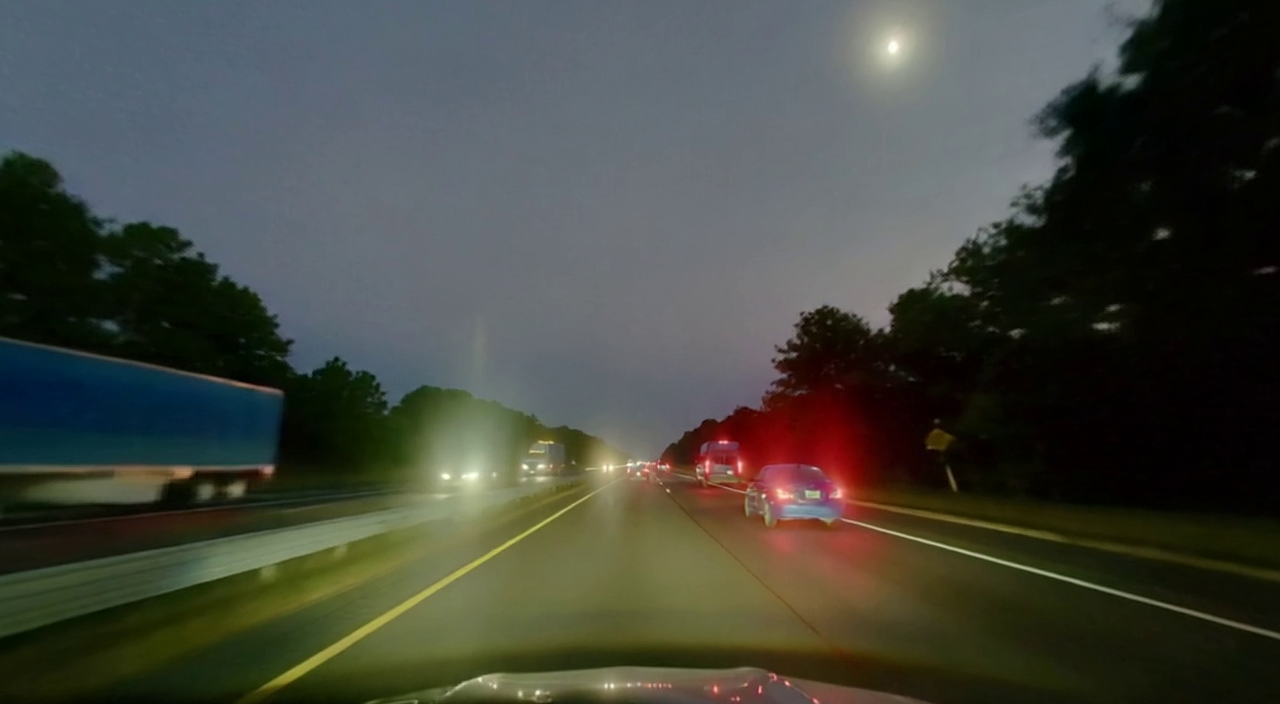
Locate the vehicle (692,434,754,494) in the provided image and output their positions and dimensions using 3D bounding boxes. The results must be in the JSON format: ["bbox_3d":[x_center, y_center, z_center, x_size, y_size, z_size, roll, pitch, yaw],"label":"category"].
[{"bbox_3d":[4.544,6.361,35.749,2.563,2.975,6.941,1,-10,0],"label":"vehicle"}]

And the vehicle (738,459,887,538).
[{"bbox_3d":[3.857,3.392,15.156,2.073,1.532,4.969,1,-10,-1],"label":"vehicle"}]

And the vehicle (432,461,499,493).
[{"bbox_3d":[-8.725,6.320,31.925,2.024,1.471,4.450,0,-10,1],"label":"vehicle"}]

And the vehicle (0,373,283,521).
[{"bbox_3d":[-13.607,2.713,17.445,2.876,3.200,7.459,0,-10,1],"label":"vehicle"}]

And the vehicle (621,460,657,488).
[{"bbox_3d":[-0.016,7.968,41.210,2.212,1.717,4.452,1,-10,0],"label":"vehicle"}]
